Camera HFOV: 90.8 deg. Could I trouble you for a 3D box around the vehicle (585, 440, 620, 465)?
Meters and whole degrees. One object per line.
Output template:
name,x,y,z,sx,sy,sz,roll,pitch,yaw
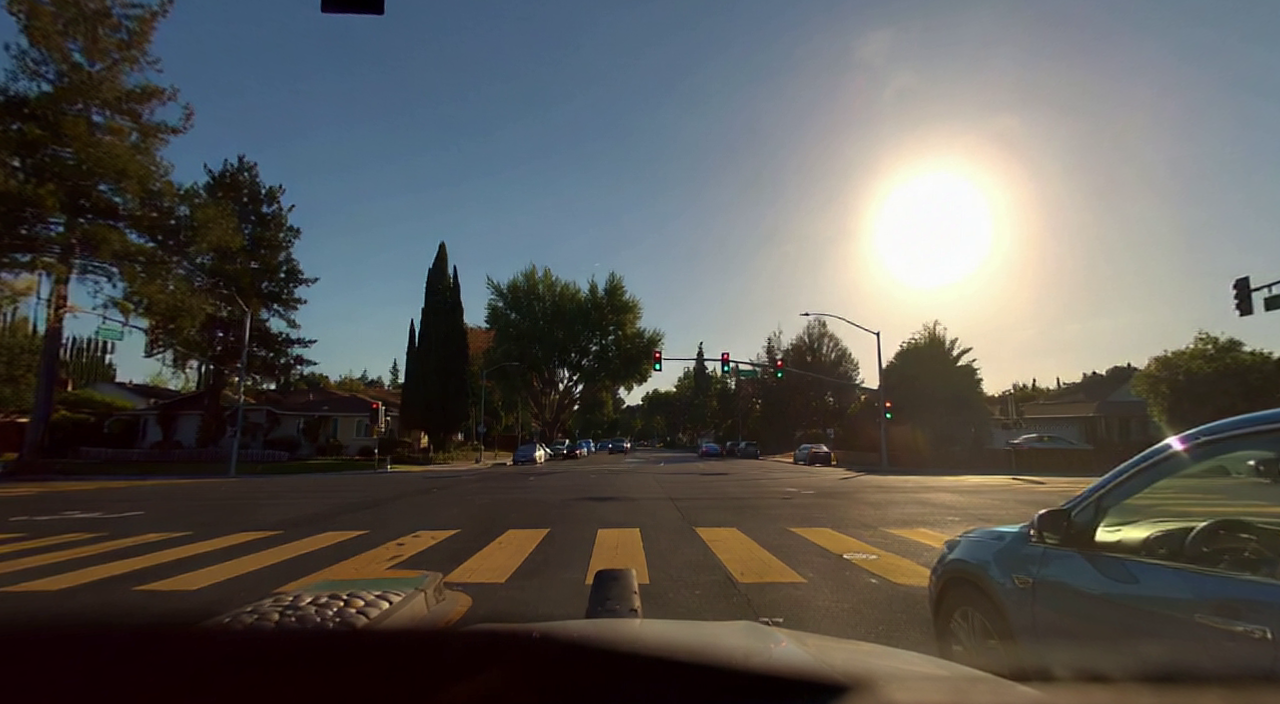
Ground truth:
vehicle,-2.384,6.595,41.580,2.046,1.491,4.118,0,-9,0

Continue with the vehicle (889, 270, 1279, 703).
vehicle,2.711,0.708,1.721,2.085,1.800,4.908,0,-9,1

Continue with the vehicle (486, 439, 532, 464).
vehicle,-8.945,6.854,43.626,2.028,1.654,5.027,0,-9,1

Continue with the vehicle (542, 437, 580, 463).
vehicle,-5.522,6.902,44.418,2.091,1.707,4.157,0,-9,0
